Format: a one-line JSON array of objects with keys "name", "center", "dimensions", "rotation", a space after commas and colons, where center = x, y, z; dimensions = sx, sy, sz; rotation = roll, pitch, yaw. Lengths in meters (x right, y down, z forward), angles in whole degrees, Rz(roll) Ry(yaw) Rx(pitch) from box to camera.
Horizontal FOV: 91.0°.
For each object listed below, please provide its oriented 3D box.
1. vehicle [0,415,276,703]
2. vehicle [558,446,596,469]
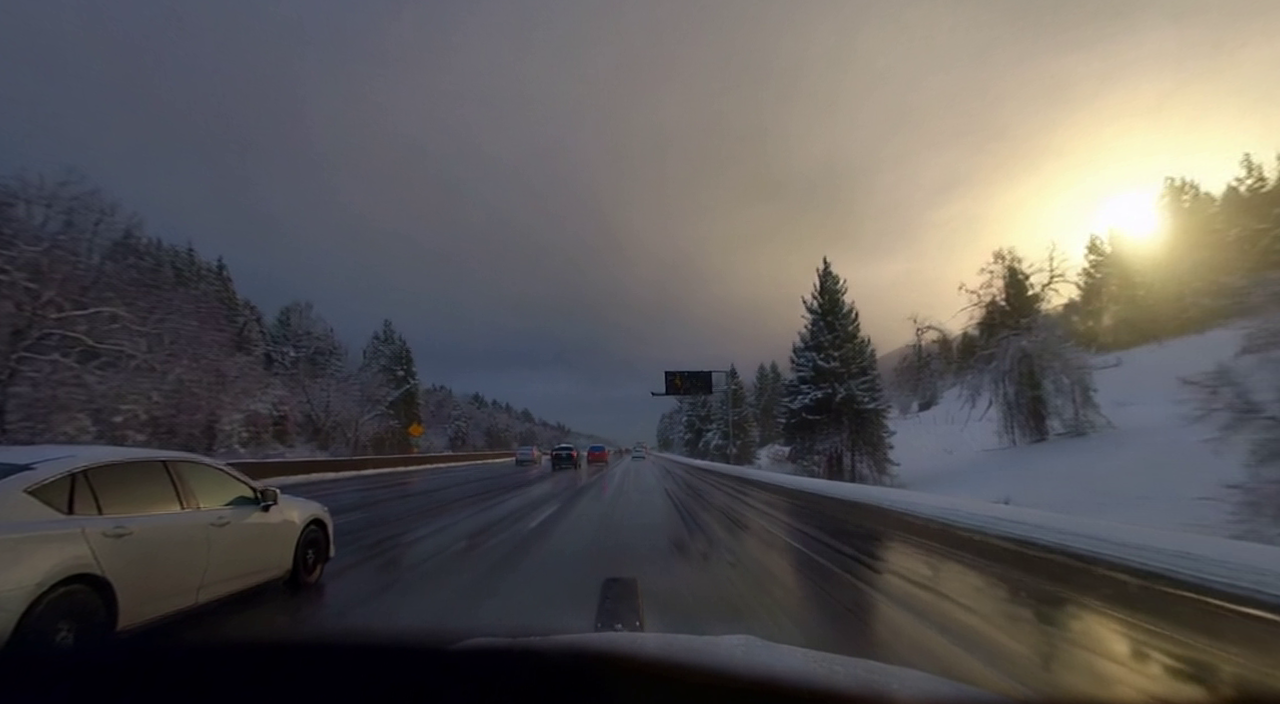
[{"name": "vehicle", "center": [-4.065, 1.054, 2.998], "dimensions": [1.965, 1.485, 4.460], "rotation": [0, -9, 0]}, {"name": "vehicle", "center": [-4.185, 7.106, 42.645], "dimensions": [2.120, 1.458, 4.031], "rotation": [0, -9, 0]}]
